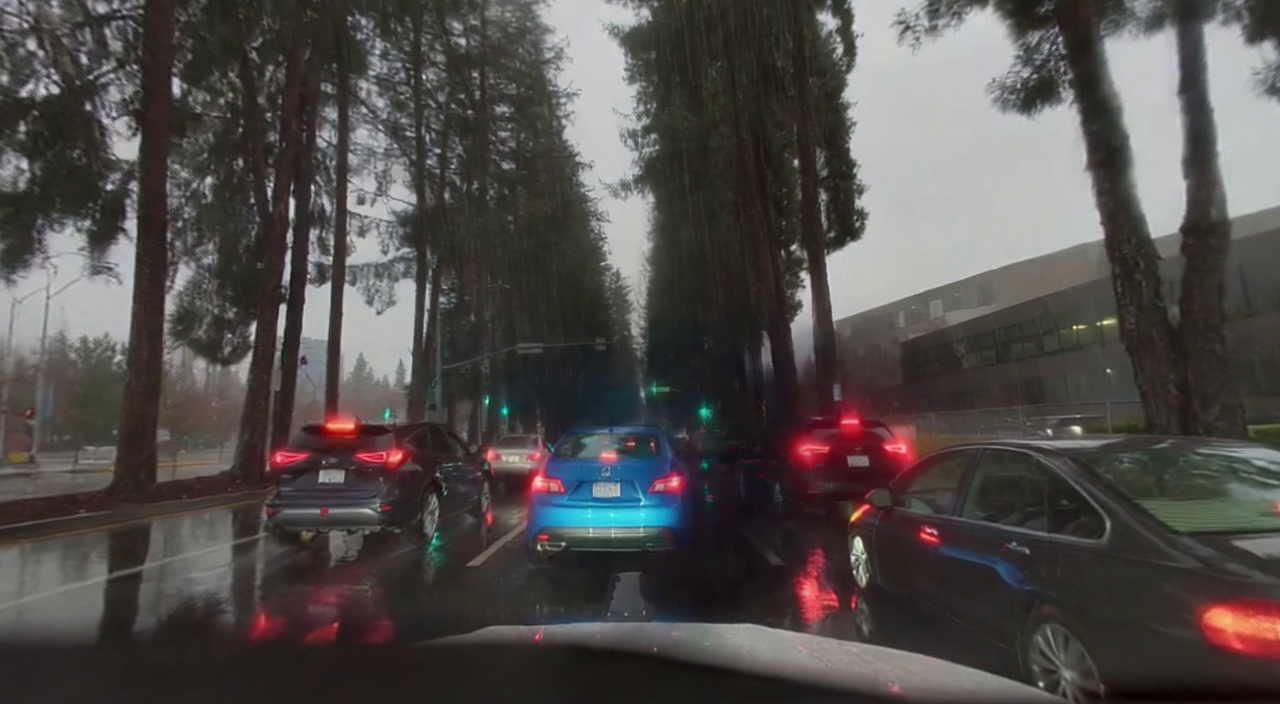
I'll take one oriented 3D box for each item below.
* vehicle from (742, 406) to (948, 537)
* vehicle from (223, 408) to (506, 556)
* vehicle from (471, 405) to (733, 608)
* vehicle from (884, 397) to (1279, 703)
[{"bbox_3d":[3.344,2.082,11.530,2.117,1.879,4.715,0,-8,-1],"label":"vehicle"},{"bbox_3d":[-3.752,1.884,9.862,2.141,1.718,4.809,0,-8,1],"label":"vehicle"},{"bbox_3d":[-0.352,1.585,7.420,2.114,1.631,4.459,0,-8,-1],"label":"vehicle"},{"bbox_3d":[3.245,1.072,3.380,2.045,1.459,4.462,0,-8,-1],"label":"vehicle"}]
